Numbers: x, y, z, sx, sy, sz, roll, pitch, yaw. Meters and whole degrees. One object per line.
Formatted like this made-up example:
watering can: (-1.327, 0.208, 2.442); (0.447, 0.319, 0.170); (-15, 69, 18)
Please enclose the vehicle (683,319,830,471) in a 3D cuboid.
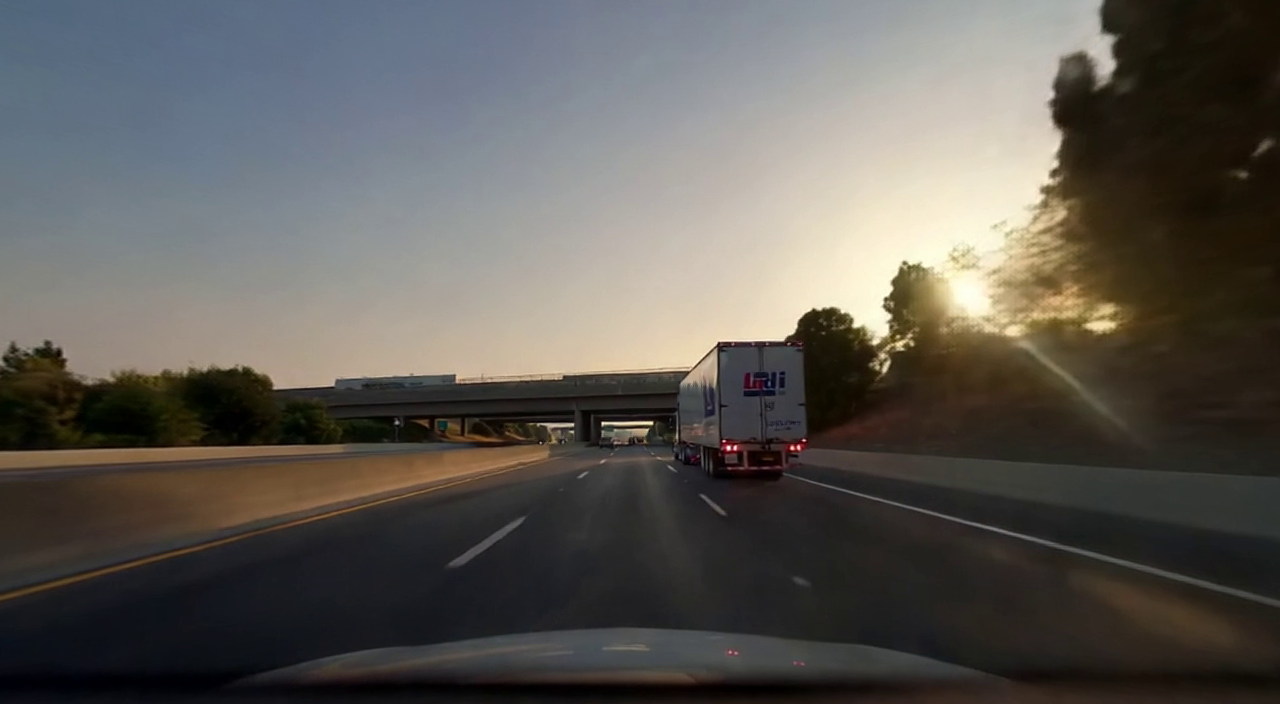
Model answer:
vehicle: (3.715, 2.152, 24.730); (3.034, 4.194, 14.704); (0, -8, 0)
